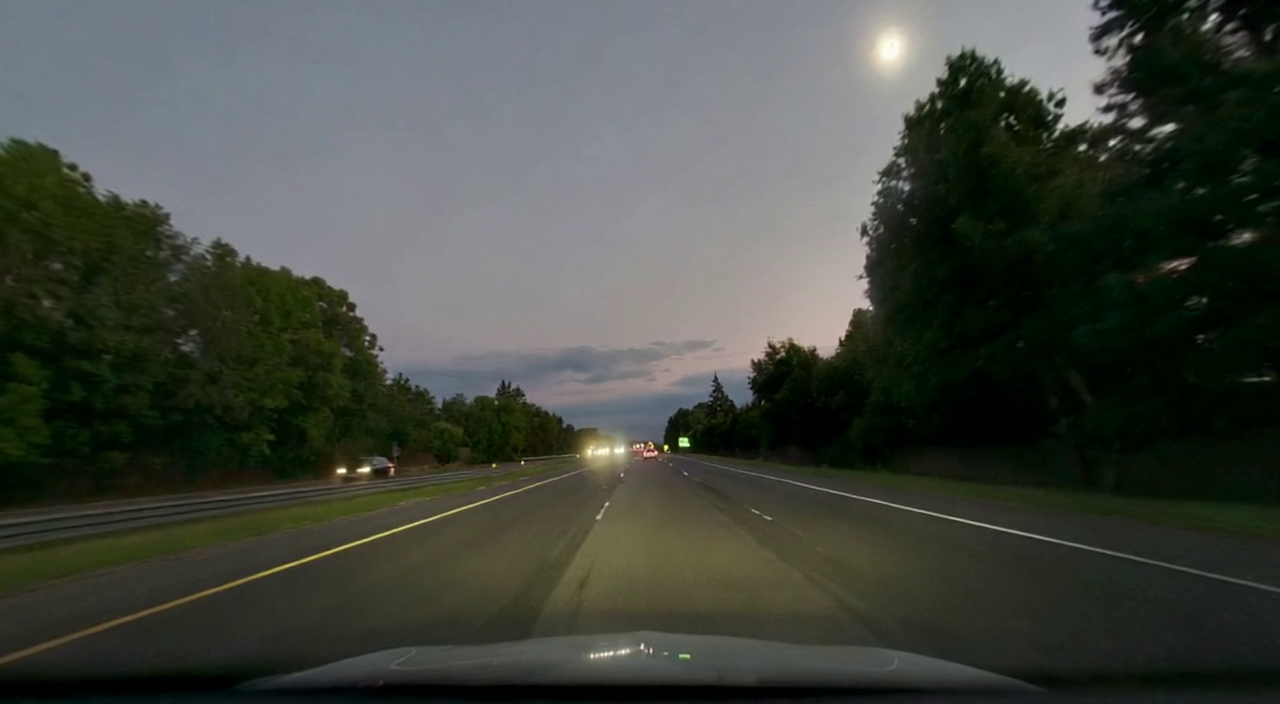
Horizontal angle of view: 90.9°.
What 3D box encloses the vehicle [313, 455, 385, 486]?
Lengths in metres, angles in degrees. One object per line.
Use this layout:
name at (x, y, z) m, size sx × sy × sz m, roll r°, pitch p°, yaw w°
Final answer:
vehicle at (-17.049, 6.941, 37.189) m, size 2.109 × 1.696 × 4.279 m, roll 0°, pitch -9°, yaw 1°
